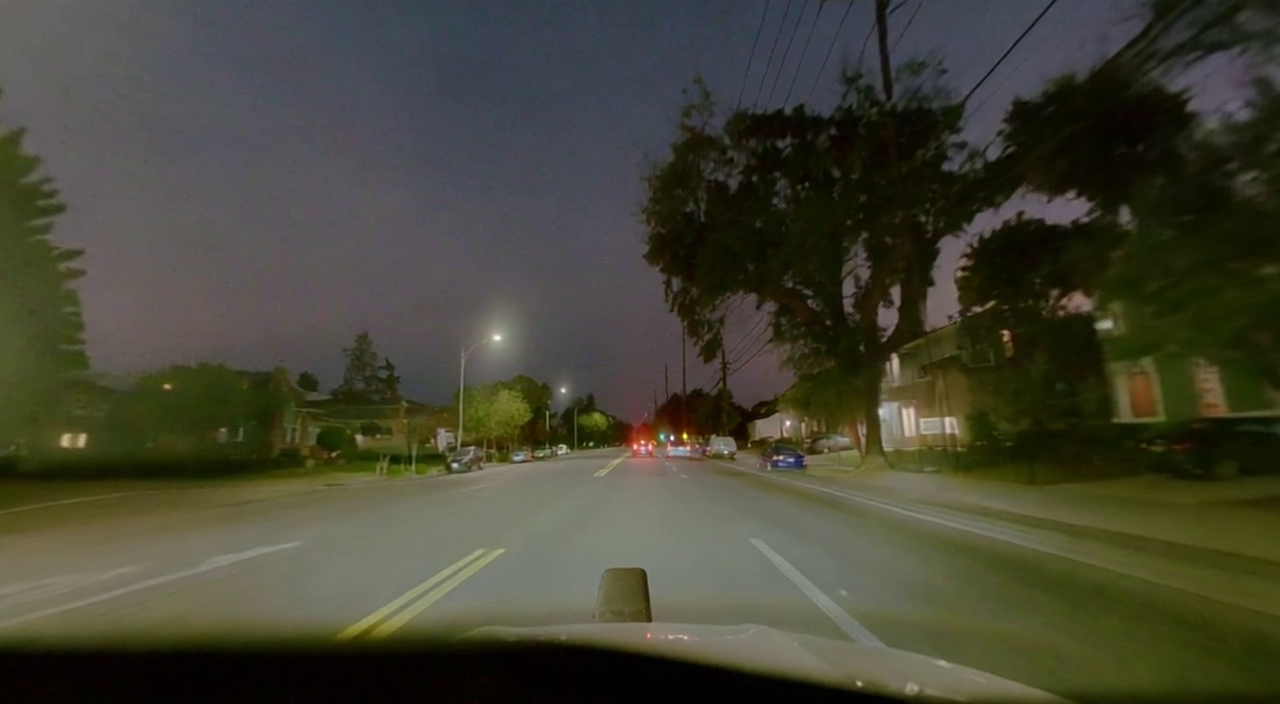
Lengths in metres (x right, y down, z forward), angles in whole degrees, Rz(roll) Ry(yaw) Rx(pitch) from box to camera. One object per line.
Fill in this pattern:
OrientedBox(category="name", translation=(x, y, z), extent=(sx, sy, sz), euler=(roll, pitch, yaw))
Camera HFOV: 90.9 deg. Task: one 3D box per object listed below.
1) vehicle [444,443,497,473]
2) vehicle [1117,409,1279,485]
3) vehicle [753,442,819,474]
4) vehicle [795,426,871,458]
OrientedBox(category="vehicle", translation=(-10.118, 6.362, 38.042), extent=(1.965, 1.675, 4.577), euler=(0, -8, 0))
OrientedBox(category="vehicle", translation=(14.371, 2.245, 14.939), extent=(4.479, 1.671, 1.913), euler=(0, -8, 1))
OrientedBox(category="vehicle", translation=(7.006, 5.148, 30.846), extent=(2.070, 1.428, 4.636), euler=(0, -8, -1))
OrientedBox(category="vehicle", translation=(13.334, 6.241, 43.800), extent=(4.496, 1.773, 1.972), euler=(-5, -7, 0))
